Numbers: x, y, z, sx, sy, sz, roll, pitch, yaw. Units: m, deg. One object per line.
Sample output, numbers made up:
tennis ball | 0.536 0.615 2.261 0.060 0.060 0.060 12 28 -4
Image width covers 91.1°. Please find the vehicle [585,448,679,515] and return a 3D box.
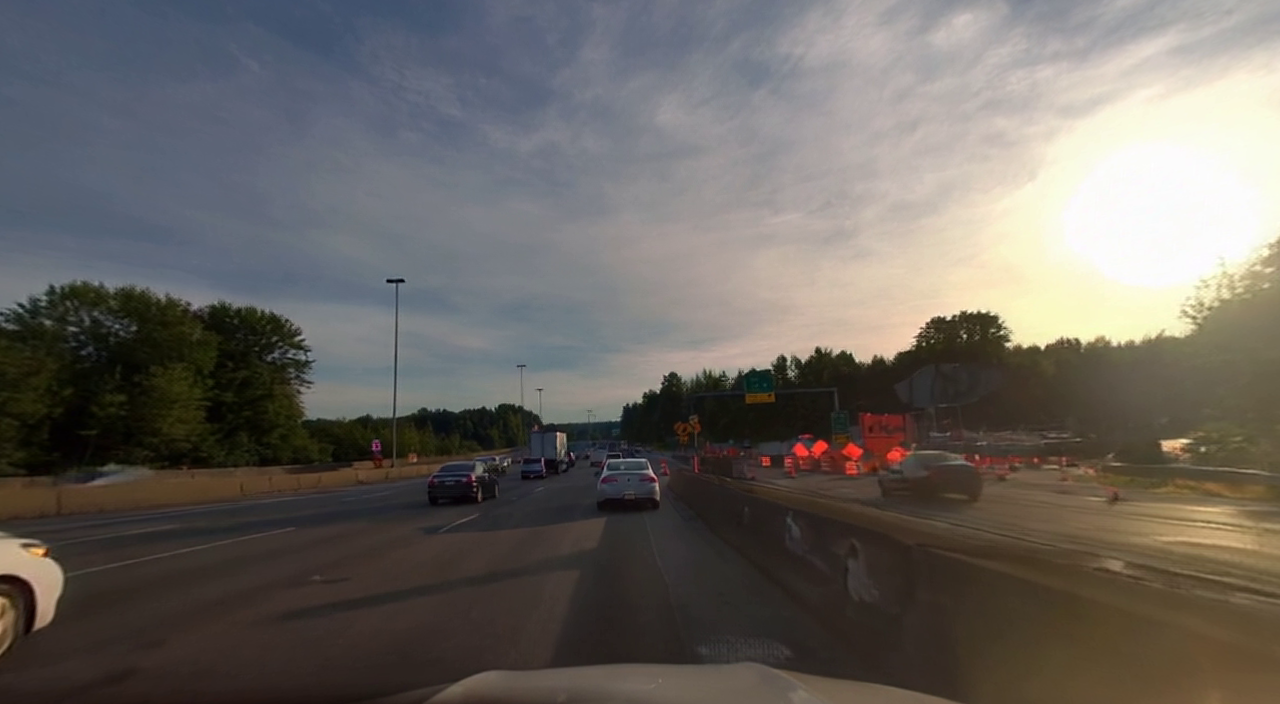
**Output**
vehicle | -0.230 3.135 15.685 2.080 1.451 3.512 0 -9 -2

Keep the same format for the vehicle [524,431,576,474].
vehicle | -5.925 6.759 42.270 2.326 2.645 6.249 -1 -9 2

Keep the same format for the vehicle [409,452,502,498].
vehicle | -6.337 4.254 22.117 2.063 1.417 4.000 0 -9 -1

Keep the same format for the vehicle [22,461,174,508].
vehicle | -18.894 4.597 22.204 1.815 1.416 4.035 0 -9 -2

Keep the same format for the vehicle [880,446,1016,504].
vehicle | 8.654 3.460 18.093 1.871 1.460 3.754 0 -9 -3
